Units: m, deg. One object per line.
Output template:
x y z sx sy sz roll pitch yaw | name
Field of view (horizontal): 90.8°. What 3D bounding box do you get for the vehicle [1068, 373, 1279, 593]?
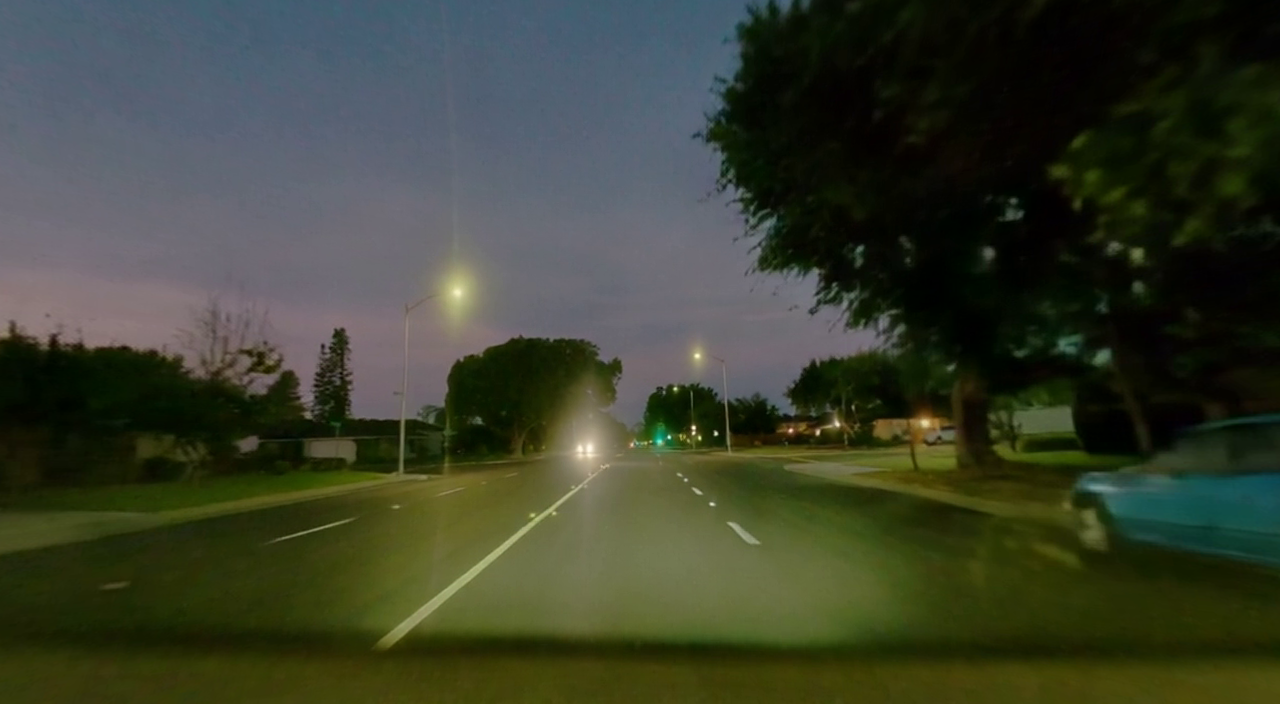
6.498 1.184 5.556 2.116 1.844 4.792 3 -8 0 | vehicle
